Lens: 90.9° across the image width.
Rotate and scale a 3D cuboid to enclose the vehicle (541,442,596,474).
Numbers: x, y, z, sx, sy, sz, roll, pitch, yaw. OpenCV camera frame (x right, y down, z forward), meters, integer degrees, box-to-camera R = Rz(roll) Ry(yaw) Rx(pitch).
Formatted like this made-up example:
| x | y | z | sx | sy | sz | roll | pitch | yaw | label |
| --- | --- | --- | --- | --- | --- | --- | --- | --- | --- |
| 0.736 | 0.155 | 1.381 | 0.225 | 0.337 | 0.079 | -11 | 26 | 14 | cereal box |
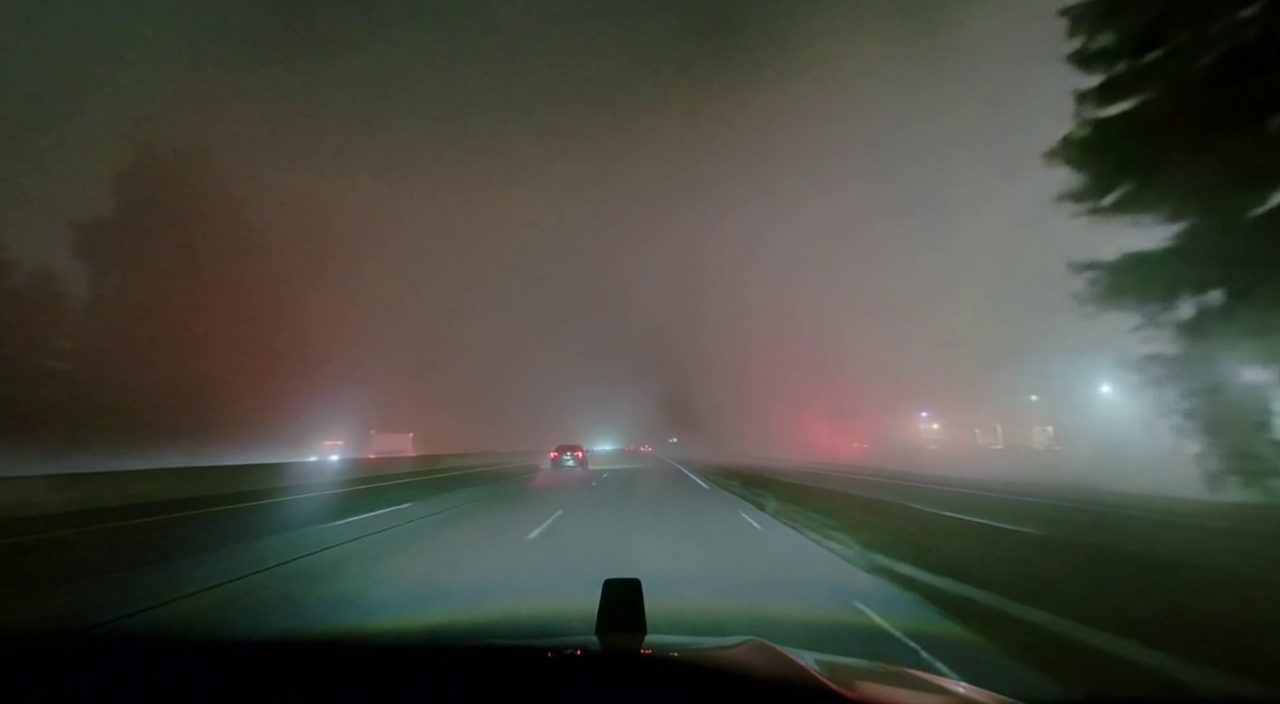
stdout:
| x | y | z | sx | sy | sz | roll | pitch | yaw | label |
| --- | --- | --- | --- | --- | --- | --- | --- | --- | --- |
| -3.430 | 5.177 | 31.079 | 2.128 | 1.450 | 4.078 | 0 | -8 | 1 | vehicle |
